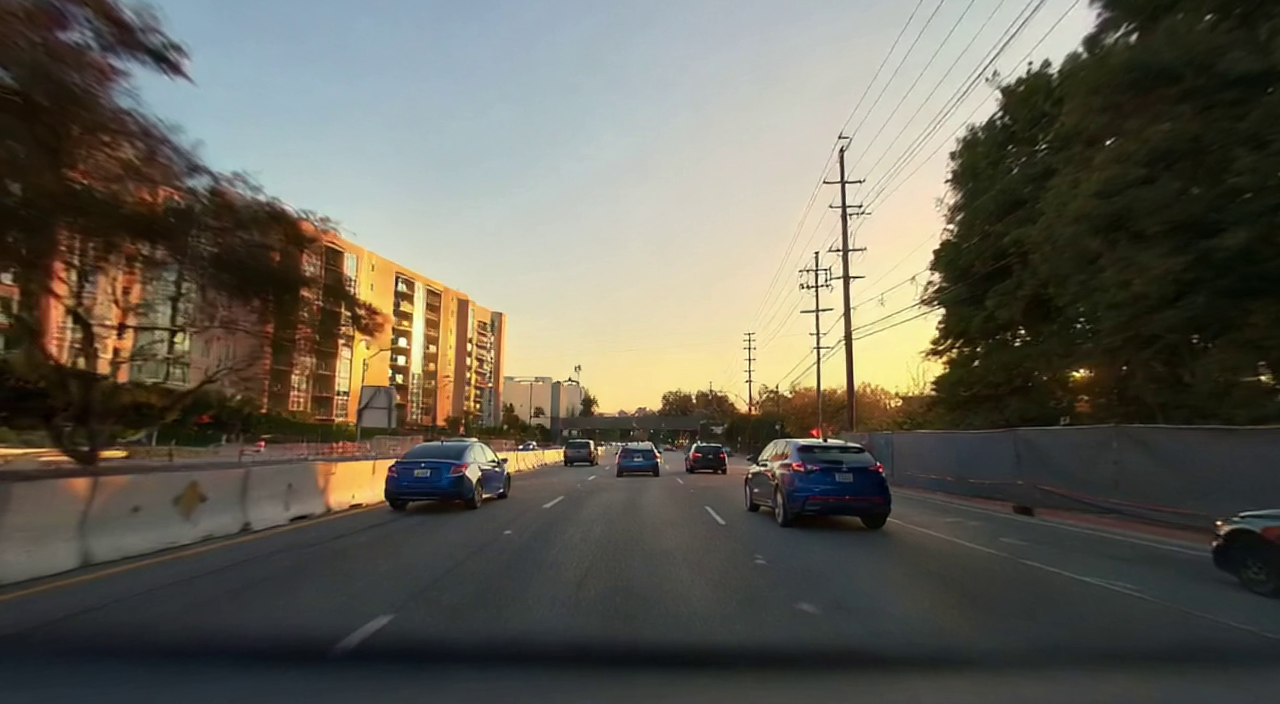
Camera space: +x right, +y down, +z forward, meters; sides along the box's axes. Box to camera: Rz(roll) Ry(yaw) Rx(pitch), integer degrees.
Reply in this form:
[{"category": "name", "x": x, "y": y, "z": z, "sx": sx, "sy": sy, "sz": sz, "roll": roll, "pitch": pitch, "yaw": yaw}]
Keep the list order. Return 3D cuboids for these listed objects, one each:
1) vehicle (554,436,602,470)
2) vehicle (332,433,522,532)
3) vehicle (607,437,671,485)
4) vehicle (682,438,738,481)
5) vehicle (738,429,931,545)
[{"category": "vehicle", "x": -3.445, "y": 5.773, "z": 36.201, "sx": 2.190, "sy": 1.832, "sz": 4.417, "roll": 0, "pitch": -8, "yaw": 1}, {"category": "vehicle", "x": -3.625, "y": 2.282, "z": 11.708, "sx": 1.968, "sy": 1.473, "sz": 4.209, "roll": 0, "pitch": -8, "yaw": 1}, {"category": "vehicle", "x": -0.020, "y": 4.235, "z": 24.950, "sx": 2.291, "sy": 1.714, "sz": 4.217, "roll": 0, "pitch": -8, "yaw": 0}, {"category": "vehicle", "x": 3.143, "y": 4.900, "z": 29.127, "sx": 2.029, "sy": 1.797, "sz": 4.218, "roll": 0, "pitch": -8, "yaw": -1}, {"category": "vehicle", "x": 3.023, "y": 2.177, "z": 10.846, "sx": 1.975, "sy": 1.598, "sz": 4.025, "roll": 0, "pitch": -8, "yaw": -1}]
